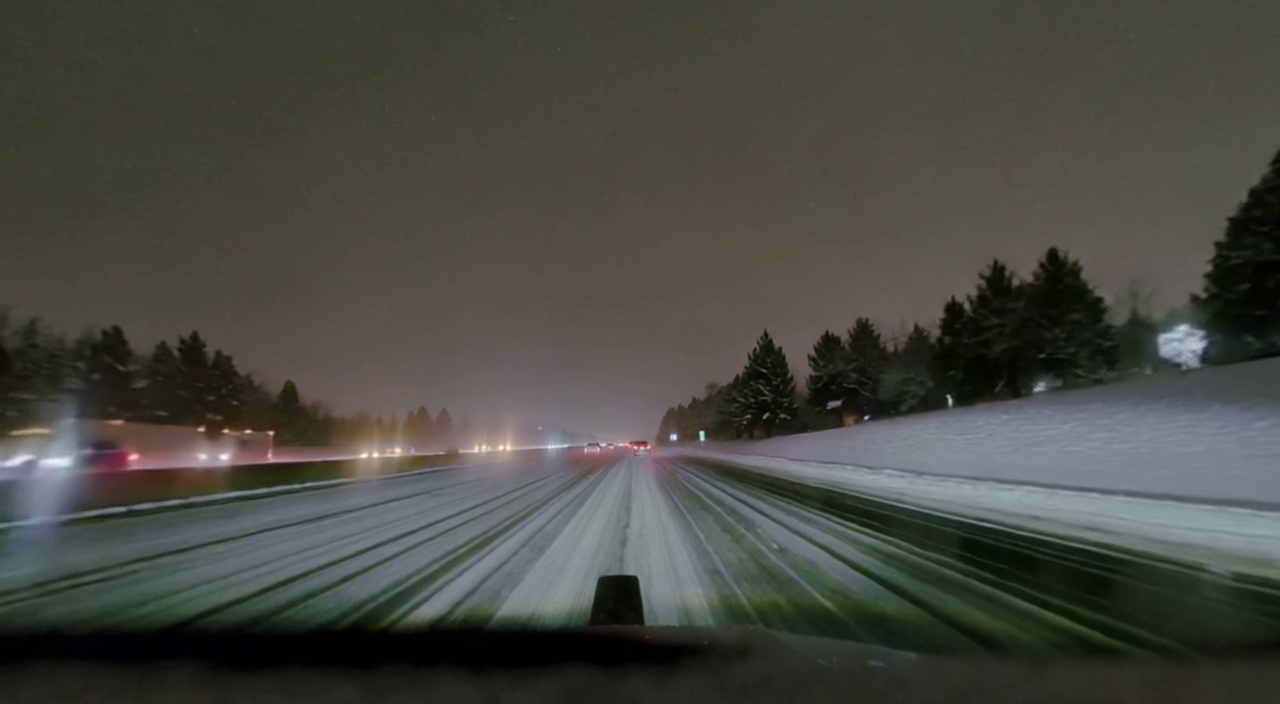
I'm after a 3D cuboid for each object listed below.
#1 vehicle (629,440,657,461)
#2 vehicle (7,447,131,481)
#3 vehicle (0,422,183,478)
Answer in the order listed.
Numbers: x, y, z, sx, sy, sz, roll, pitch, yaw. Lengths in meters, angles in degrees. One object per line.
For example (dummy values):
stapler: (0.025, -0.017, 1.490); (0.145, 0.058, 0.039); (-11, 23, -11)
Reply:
vehicle: (0.168, 7.531, 48.544); (2.021, 1.528, 4.154); (0, -8, -1)
vehicle: (-28.167, 5.509, 31.395); (1.907, 1.472, 4.580); (0, -8, 0)
vehicle: (-36.391, 6.517, 42.168); (2.787, 3.117, 12.210); (0, -9, -1)
